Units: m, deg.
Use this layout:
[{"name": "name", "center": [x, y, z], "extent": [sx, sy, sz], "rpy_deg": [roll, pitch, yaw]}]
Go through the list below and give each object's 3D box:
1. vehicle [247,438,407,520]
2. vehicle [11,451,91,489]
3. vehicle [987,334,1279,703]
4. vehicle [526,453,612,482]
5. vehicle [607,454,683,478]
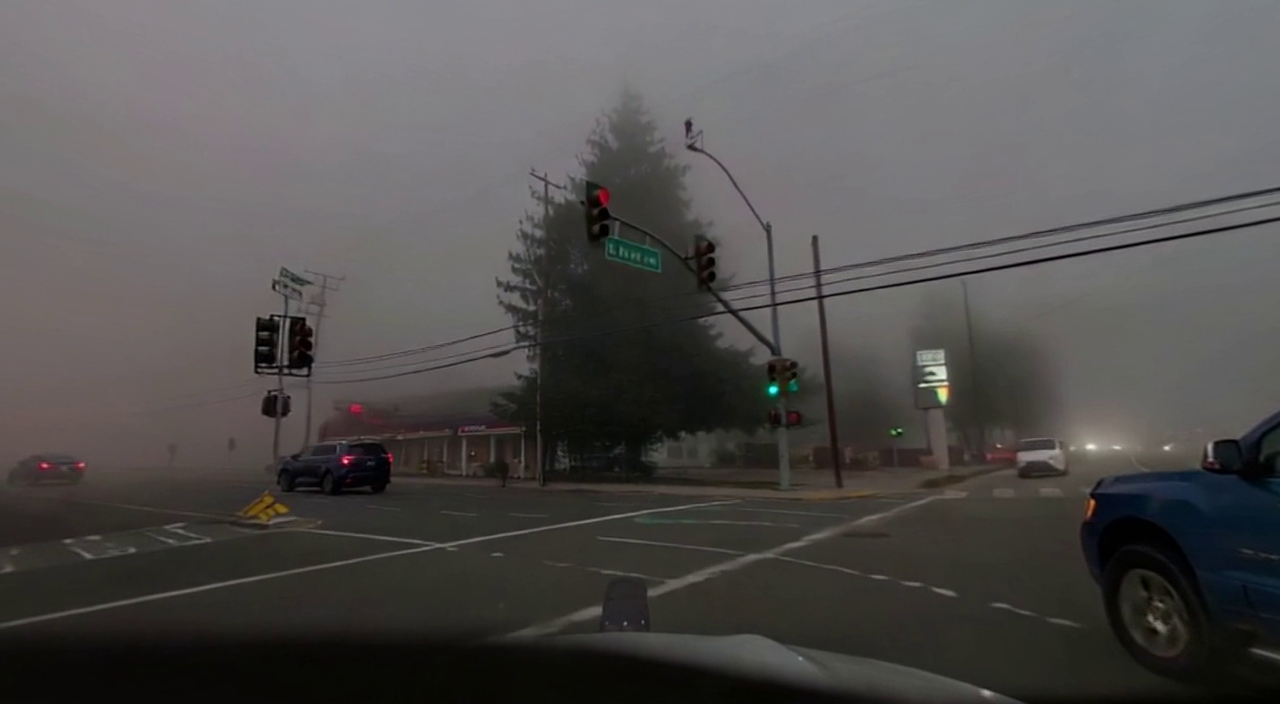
[{"name": "vehicle", "center": [-8.499, 3.272, 16.912], "extent": [4.889, 1.842, 2.141], "rpy_deg": [-8, -12, 43]}, {"name": "vehicle", "center": [-29.759, 5.897, 31.782], "extent": [4.498, 1.725, 1.921], "rpy_deg": [-6, -11, 35]}, {"name": "vehicle", "center": [4.002, 0.759, 2.427], "extent": [2.036, 1.818, 5.192], "rpy_deg": [0, -9, -4]}, {"name": "vehicle", "center": [-4.054, 6.618, 36.468], "extent": [4.661, 1.480, 1.913], "rpy_deg": [7, -11, -41]}, {"name": "vehicle", "center": [0.324, 7.084, 39.356], "extent": [4.495, 1.399, 1.715], "rpy_deg": [4, -9, -25]}]
